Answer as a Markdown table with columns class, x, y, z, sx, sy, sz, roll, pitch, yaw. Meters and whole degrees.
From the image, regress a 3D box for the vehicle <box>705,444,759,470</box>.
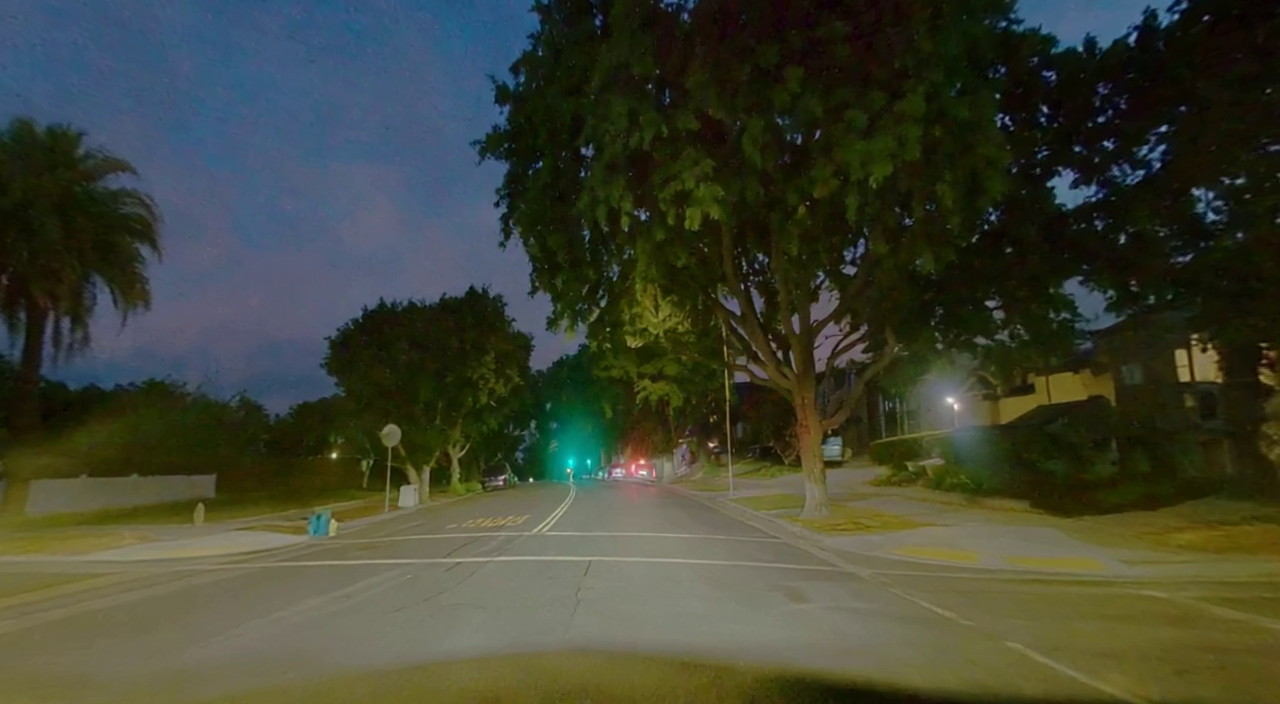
| class | x | y | z | sx | sy | sz | roll | pitch | yaw |
| --- | --- | --- | --- | --- | --- | --- | --- | --- | --- |
| vehicle | 7.173 | 8.050 | 48.781 | 2.100 | 1.857 | 4.611 | -7 | -11 | 36 |

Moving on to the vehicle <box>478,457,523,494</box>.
| class | x | y | z | sx | sy | sz | roll | pitch | yaw |
| --- | --- | --- | --- | --- | --- | --- | --- | --- | --- |
| vehicle | -8.213 | 7.263 | 37.485 | 2.155 | 1.729 | 4.799 | 0 | -6 | -7 |

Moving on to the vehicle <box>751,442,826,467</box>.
| class | x | y | z | sx | sy | sz | roll | pitch | yaw |
| --- | --- | --- | --- | --- | --- | --- | --- | --- | --- |
| vehicle | 10.000 | 6.915 | 42.727 | 4.639 | 1.634 | 2.005 | 0 | -8 | 5 |

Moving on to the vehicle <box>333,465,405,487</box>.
| class | x | y | z | sx | sy | sz | roll | pitch | yaw |
| --- | --- | --- | --- | --- | --- | --- | --- | --- | --- |
| vehicle | -20.060 | 9.175 | 46.809 | 4.527 | 1.466 | 1.880 | -2 | -9 | 10 |

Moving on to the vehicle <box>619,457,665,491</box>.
| class | x | y | z | sx | sy | sz | roll | pitch | yaw |
| --- | --- | --- | --- | --- | --- | --- | --- | --- | --- |
| vehicle | 0.055 | 7.416 | 38.736 | 2.229 | 1.826 | 4.611 | 1 | -9 | -7 |
